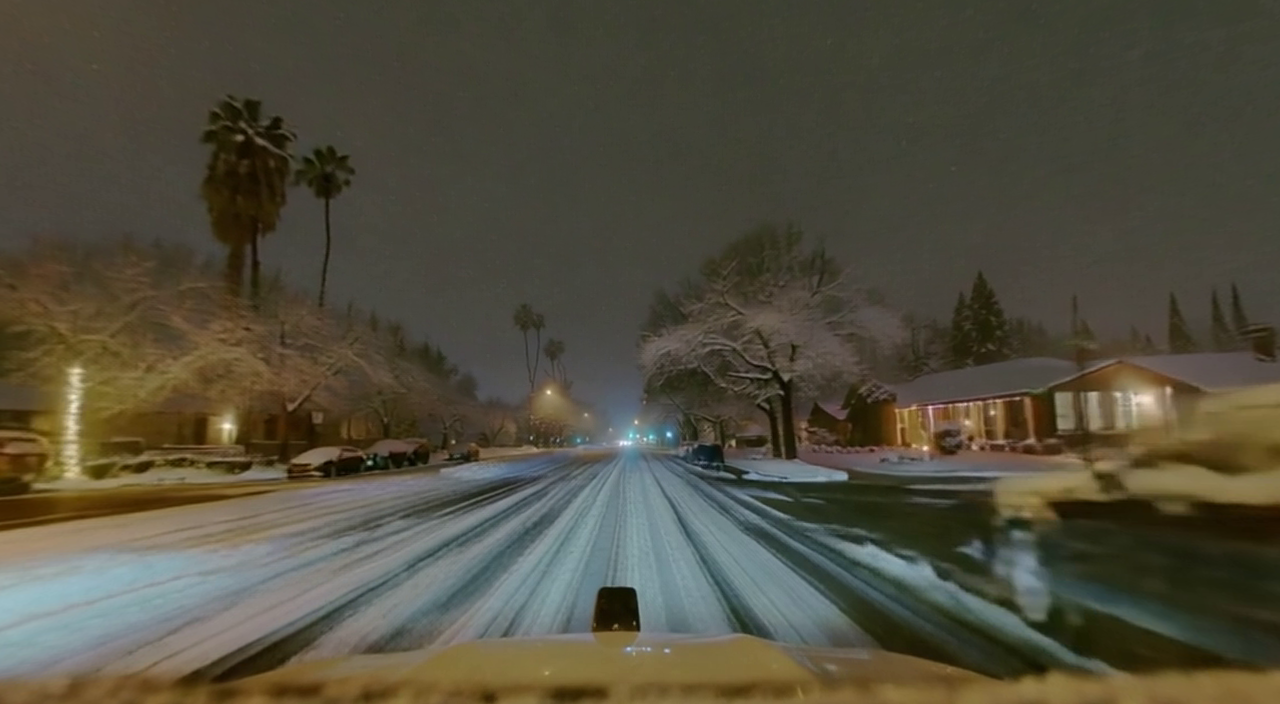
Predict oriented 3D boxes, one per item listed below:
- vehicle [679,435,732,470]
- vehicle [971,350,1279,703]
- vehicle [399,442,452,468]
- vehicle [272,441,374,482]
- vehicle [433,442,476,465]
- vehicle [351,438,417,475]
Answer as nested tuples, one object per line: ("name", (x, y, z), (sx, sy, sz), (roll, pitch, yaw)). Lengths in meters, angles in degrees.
("vehicle", (3.395, 5.345, 33.805), (2.221, 1.718, 5.192), (0, -8, 0))
("vehicle", (3.836, 0.853, 2.624), (1.996, 1.749, 5.217), (0, -8, -1))
("vehicle", (-13.748, 6.616, 40.761), (1.921, 1.498, 4.460), (0, -7, -1))
("vehicle", (-13.668, 4.712, 27.546), (2.131, 1.492, 4.310), (-1, -6, 2))
("vehicle", (-13.732, 7.502, 46.988), (1.899, 1.474, 4.529), (-1, -7, -1))
("vehicle", (-13.715, 5.585, 34.084), (1.844, 1.764, 4.183), (-1, -7, 0))
